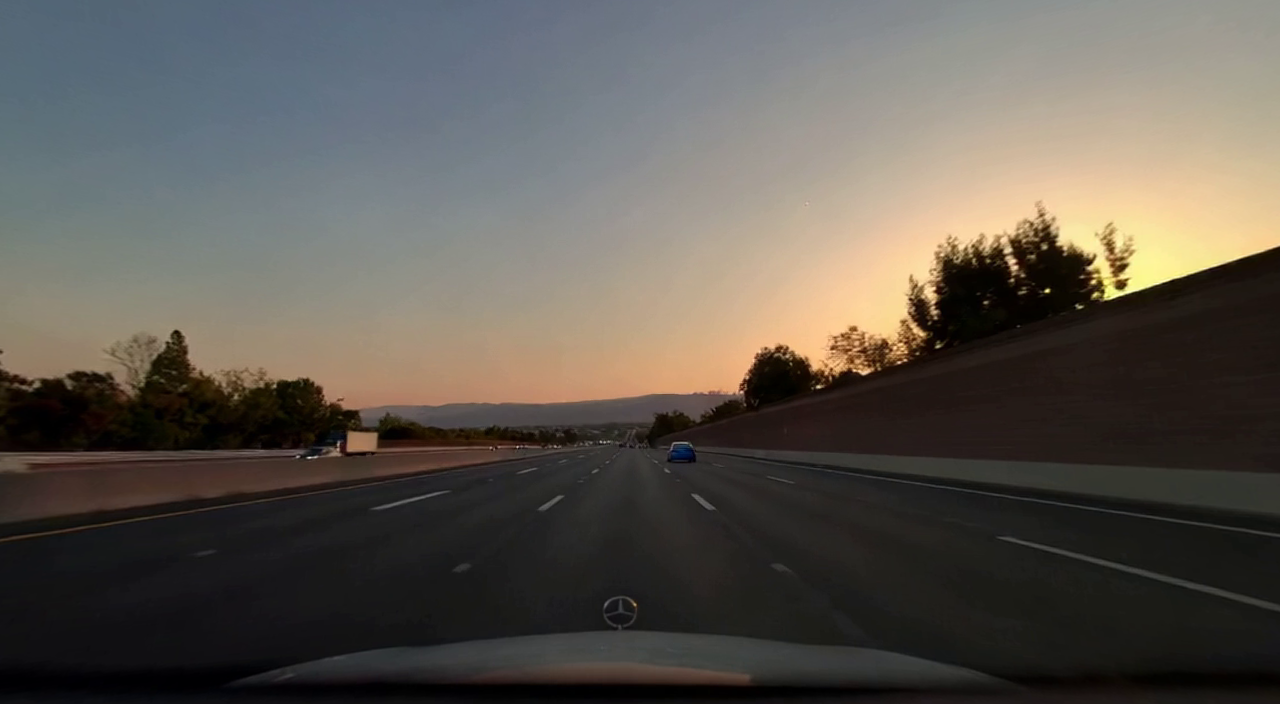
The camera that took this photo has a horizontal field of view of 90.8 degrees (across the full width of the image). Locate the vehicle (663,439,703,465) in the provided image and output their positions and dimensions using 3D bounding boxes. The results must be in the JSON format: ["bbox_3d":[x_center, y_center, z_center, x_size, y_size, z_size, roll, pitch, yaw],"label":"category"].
[{"bbox_3d":[2.733,6.517,41.412,2.270,1.615,3.770,0,-8,-1],"label":"vehicle"}]
